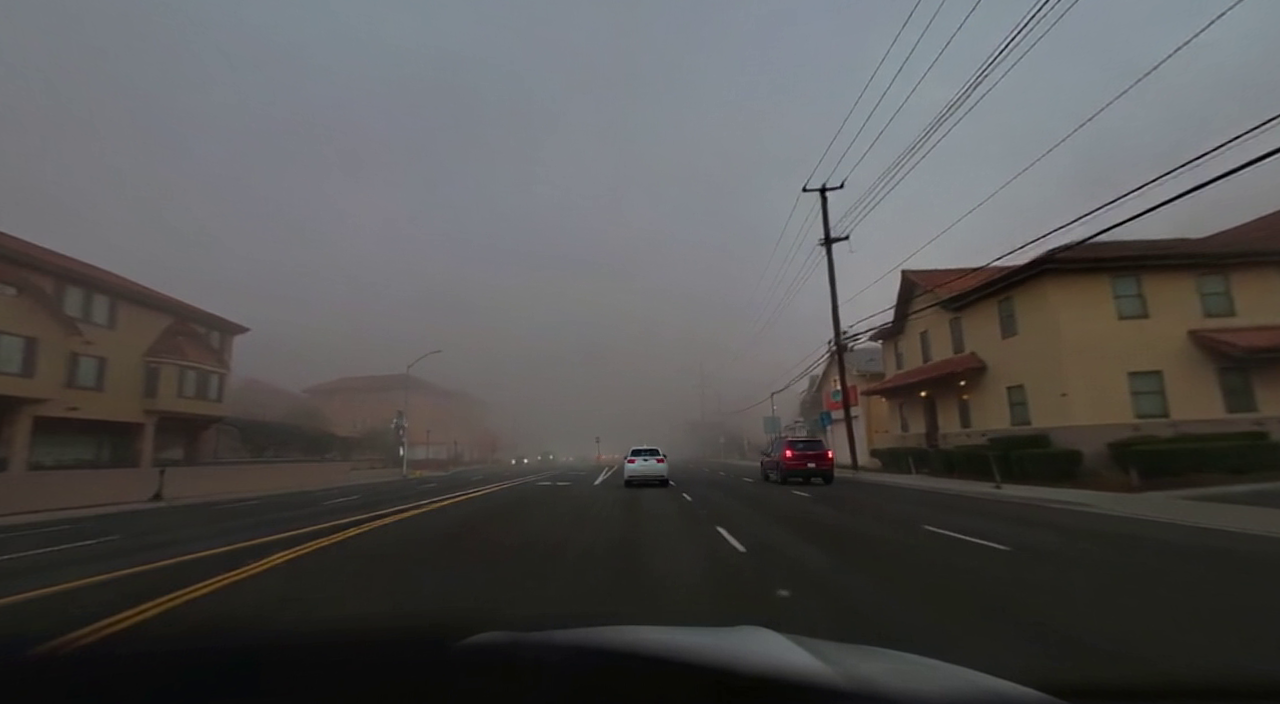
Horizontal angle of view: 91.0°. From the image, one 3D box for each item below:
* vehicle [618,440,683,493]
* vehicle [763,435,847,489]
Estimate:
[{"bbox_3d":[0.341,4.121,22.955,2.138,1.702,4.168,0,-9,0],"label":"vehicle"},{"bbox_3d":[6.311,4.261,24.614,2.061,1.889,4.268,0,-9,0],"label":"vehicle"}]
